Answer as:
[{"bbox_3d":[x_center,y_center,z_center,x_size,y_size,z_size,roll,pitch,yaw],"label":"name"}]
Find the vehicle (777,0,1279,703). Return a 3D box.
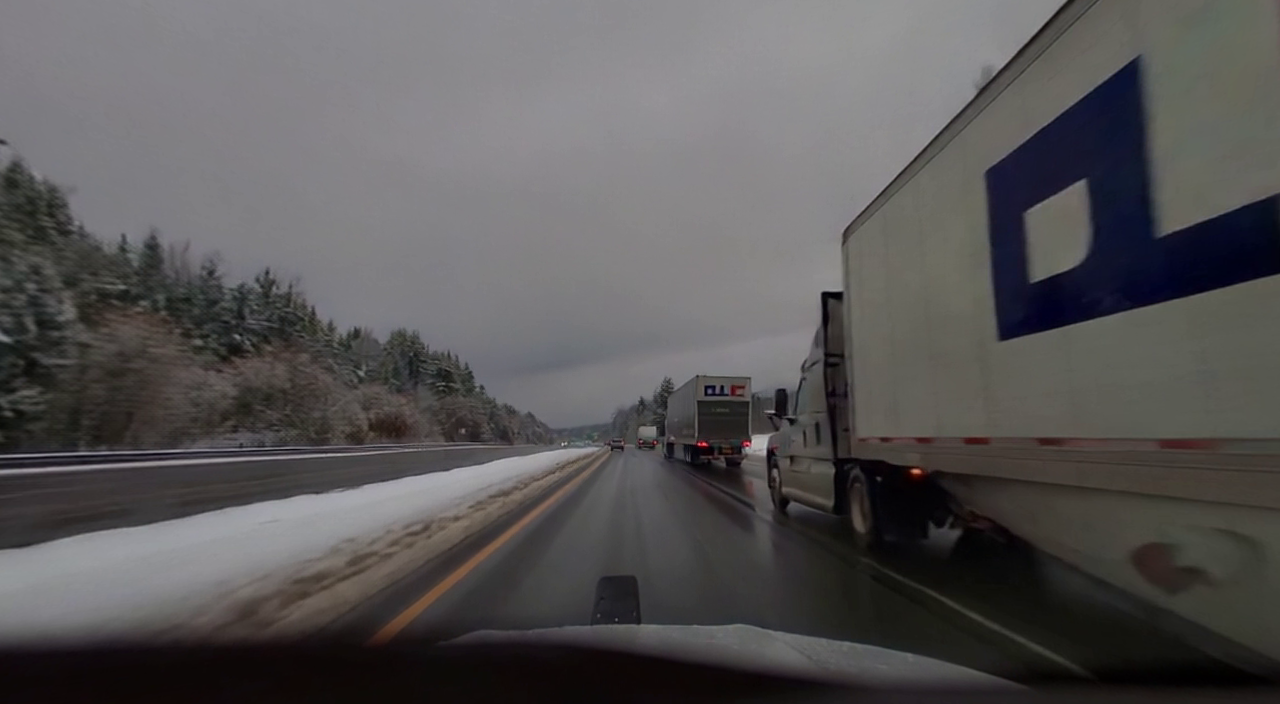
[{"bbox_3d":[3.950,-0.335,3.410,2.863,4.031,14.678,0,-8,-1],"label":"vehicle"}]

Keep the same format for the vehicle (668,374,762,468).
[{"bbox_3d":[3.550,3.956,34.298,2.871,4.072,14.183,0,-8,-2],"label":"vehicle"}]
